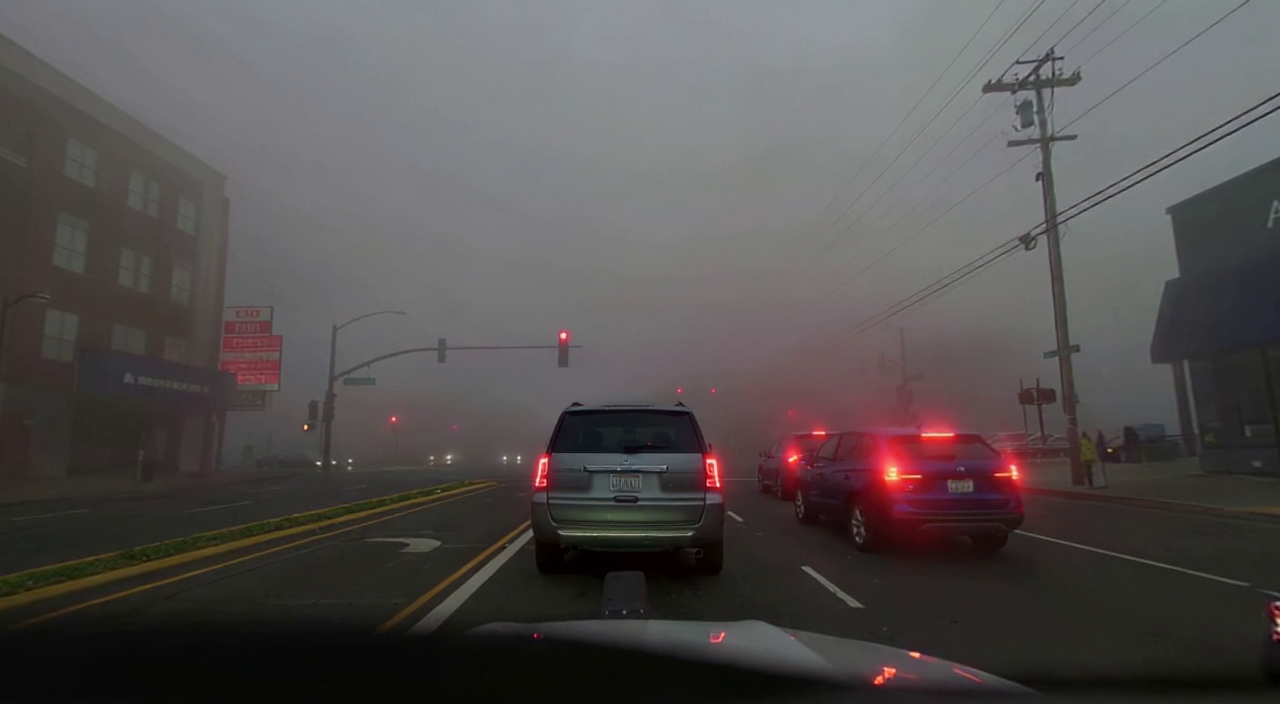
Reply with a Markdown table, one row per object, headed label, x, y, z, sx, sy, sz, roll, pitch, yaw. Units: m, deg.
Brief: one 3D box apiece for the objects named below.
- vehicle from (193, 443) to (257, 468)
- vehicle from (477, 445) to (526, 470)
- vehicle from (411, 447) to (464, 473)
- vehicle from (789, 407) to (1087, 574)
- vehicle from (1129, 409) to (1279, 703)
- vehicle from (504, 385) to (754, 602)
| label | x | y | z | sx | sy | sz | roll | pitch | yaw |
| --- | --- | --- | --- | --- | --- | --- | --- | --- | --- |
| vehicle | -27.456 | 6.868 | 41.846 | 1.693 | 1.563 | 3.716 | 0 | -8 | 0 |
| vehicle | -10.787 | 8.258 | 49.481 | 2.224 | 1.840 | 5.290 | -1 | -8 | 5 |
| vehicle | -14.458 | 7.679 | 45.300 | 2.102 | 1.737 | 4.570 | 0 | -8 | 3 |
| vehicle | 3.616 | 1.759 | 8.789 | 2.036 | 1.719 | 4.318 | 0 | -8 | 0 |
| vehicle | 3.366 | 0.730 | 0.806 | 1.884 | 1.484 | 4.609 | 0 | -8 | 2 |
| vehicle | -0.006 | 1.534 | 7.679 | 2.154 | 1.861 | 4.280 | 0 | -8 | 3 |
